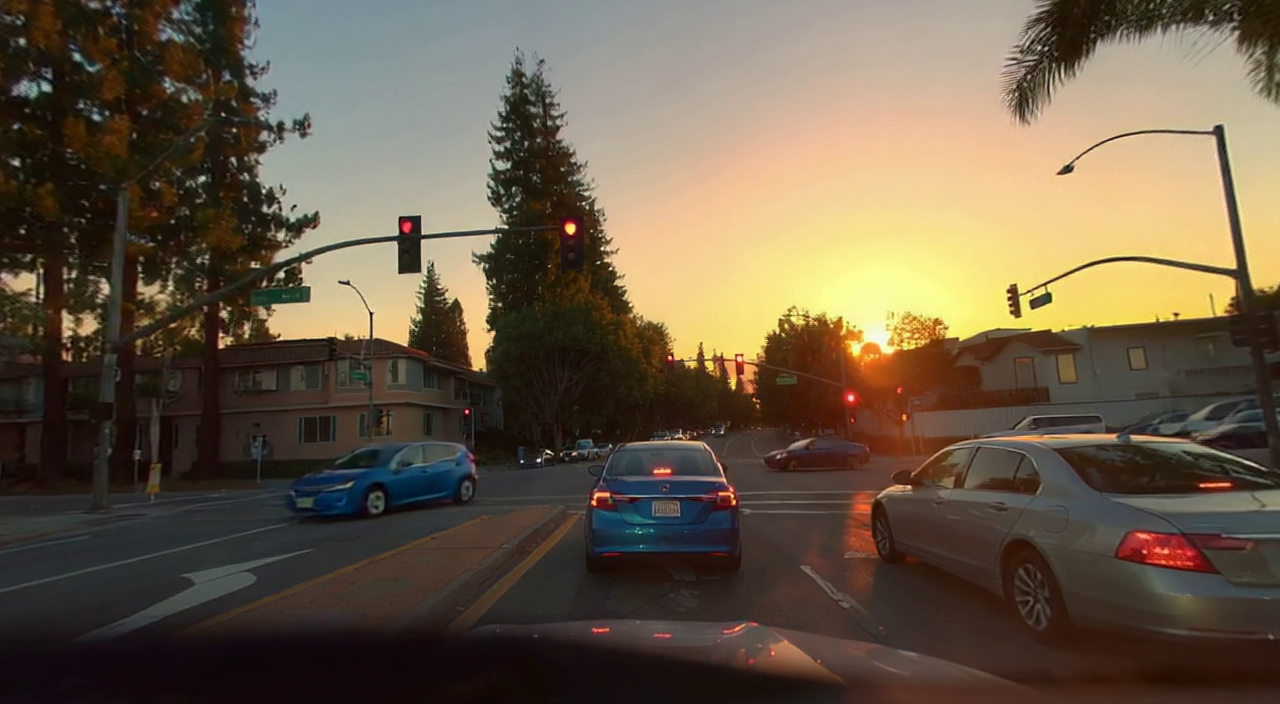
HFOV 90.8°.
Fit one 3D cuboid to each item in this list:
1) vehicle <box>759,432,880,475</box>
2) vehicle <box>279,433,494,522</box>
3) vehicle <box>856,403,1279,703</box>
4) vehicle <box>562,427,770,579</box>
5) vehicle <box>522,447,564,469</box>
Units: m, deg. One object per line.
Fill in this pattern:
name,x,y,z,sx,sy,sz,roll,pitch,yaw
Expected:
vehicle,8.007,4.498,28.282,4.789,1.799,1.988,2,-9,-17
vehicle,-5.606,2.806,14.767,1.996,1.705,4.577,-4,-9,21
vehicle,3.664,1.343,5.445,1.888,1.486,4.681,0,-9,-1
vehicle,0.304,1.818,8.333,2.090,1.505,3.756,-1,-9,1
vehicle,-6.904,7.582,45.318,2.093,1.476,4.278,-1,-9,4
